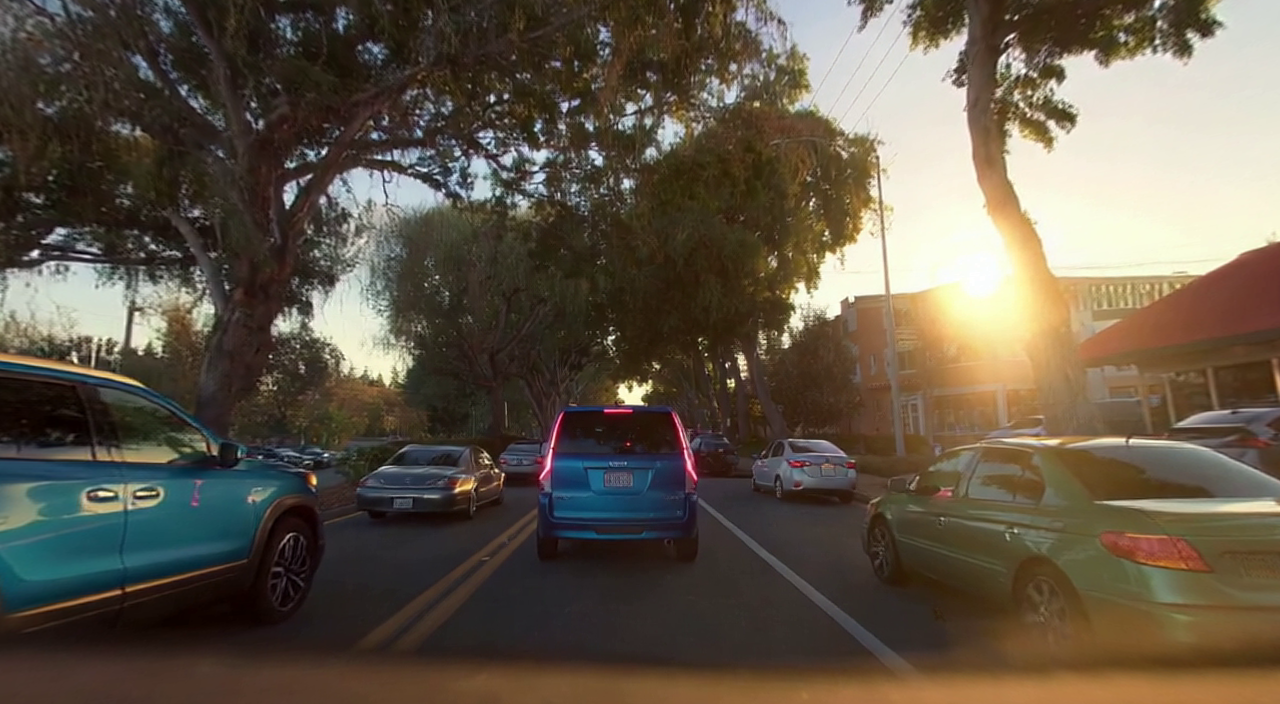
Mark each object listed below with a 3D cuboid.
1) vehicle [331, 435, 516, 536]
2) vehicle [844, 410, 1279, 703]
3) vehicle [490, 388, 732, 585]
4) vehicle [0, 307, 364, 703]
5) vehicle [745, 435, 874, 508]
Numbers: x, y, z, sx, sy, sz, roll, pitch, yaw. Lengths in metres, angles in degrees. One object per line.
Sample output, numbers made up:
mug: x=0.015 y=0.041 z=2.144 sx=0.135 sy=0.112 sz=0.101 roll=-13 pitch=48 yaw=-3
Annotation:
vehicle: x=-3.577 y=2.269 z=11.370 sx=1.849 sy=1.451 sz=4.218 roll=0 pitch=-9 yaw=0
vehicle: x=3.376 y=1.342 z=5.139 sx=1.900 sy=1.477 sz=4.352 roll=0 pitch=-9 yaw=-1
vehicle: x=-0.307 y=1.562 z=8.057 sx=2.238 sy=1.825 sz=4.190 roll=0 pitch=-9 yaw=-1
vehicle: x=-3.598 y=0.894 z=3.335 sx=2.231 sy=1.853 sz=4.461 roll=0 pitch=-9 yaw=0
vehicle: x=3.914 y=2.824 z=15.406 sx=1.875 sy=1.521 sz=4.192 roll=0 pitch=-9 yaw=-2
